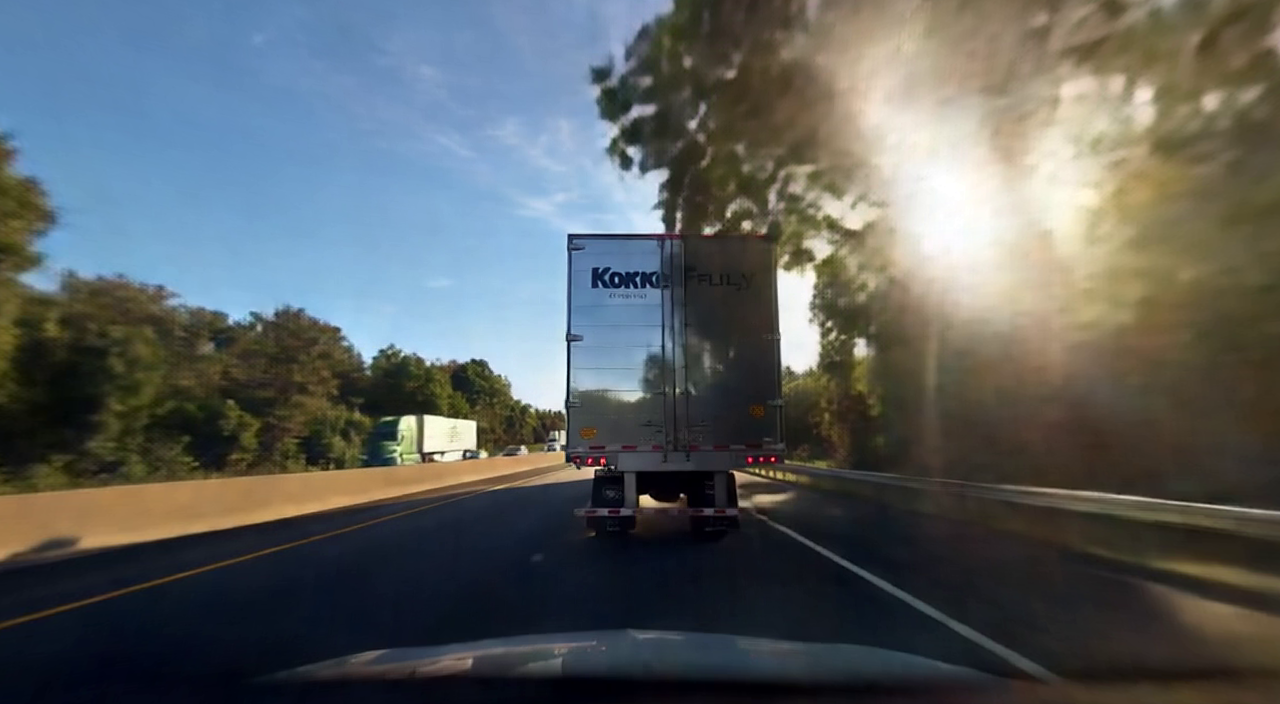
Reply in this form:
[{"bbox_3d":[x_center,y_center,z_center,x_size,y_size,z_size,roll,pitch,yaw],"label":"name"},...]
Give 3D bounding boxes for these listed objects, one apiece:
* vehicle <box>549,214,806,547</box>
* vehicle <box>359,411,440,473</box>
[{"bbox_3d":[0.475,1.402,15.359,3.230,4.377,14.405,0,-9,0],"label":"vehicle"},{"bbox_3d":[-16.318,6.230,43.221,3.001,3.922,5.958,0,-9,1],"label":"vehicle"}]
